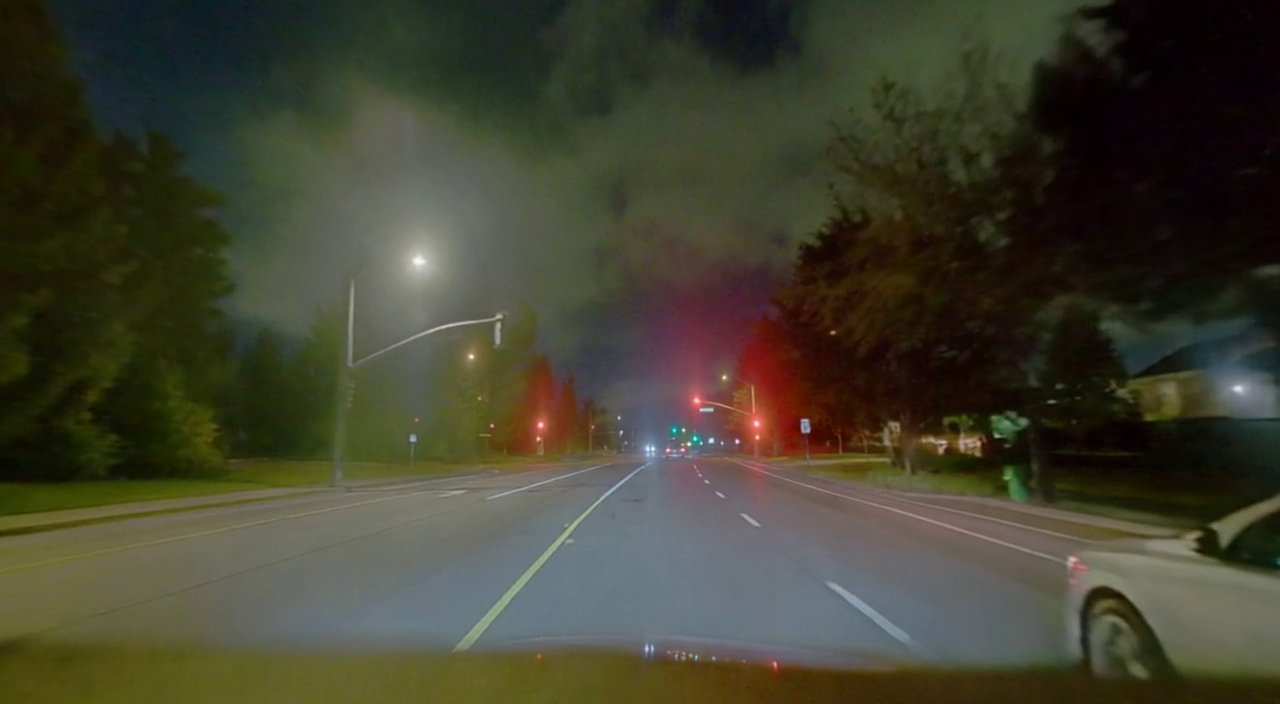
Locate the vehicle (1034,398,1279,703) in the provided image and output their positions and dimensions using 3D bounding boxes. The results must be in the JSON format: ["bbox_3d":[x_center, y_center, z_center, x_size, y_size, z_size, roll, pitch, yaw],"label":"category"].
[{"bbox_3d":[3.235,0.775,1.279,2.134,1.476,4.327,0,-8,1],"label":"vehicle"}]
